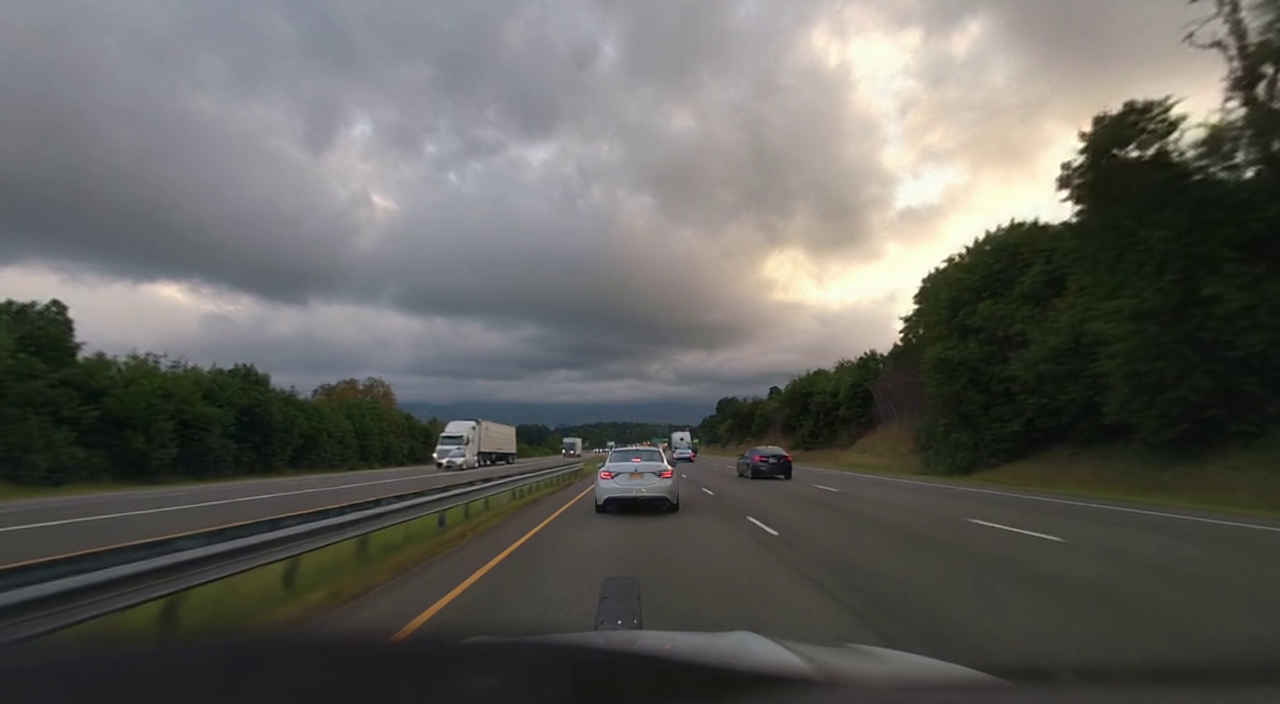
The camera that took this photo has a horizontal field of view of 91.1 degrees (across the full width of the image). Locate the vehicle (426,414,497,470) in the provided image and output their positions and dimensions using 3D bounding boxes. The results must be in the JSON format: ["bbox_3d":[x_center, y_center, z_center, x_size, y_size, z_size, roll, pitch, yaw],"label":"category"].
[{"bbox_3d":[-13.245,6.805,47.265,3.152,3.893,6.812,-1,-9,1],"label":"vehicle"}]

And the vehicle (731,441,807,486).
[{"bbox_3d":[4.676,4.114,23.445,1.931,1.516,3.995,0,-9,-1],"label":"vehicle"}]

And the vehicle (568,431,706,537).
[{"bbox_3d":[-0.084,2.300,11.481,2.088,1.580,3.657,0,-9,-1],"label":"vehicle"}]
